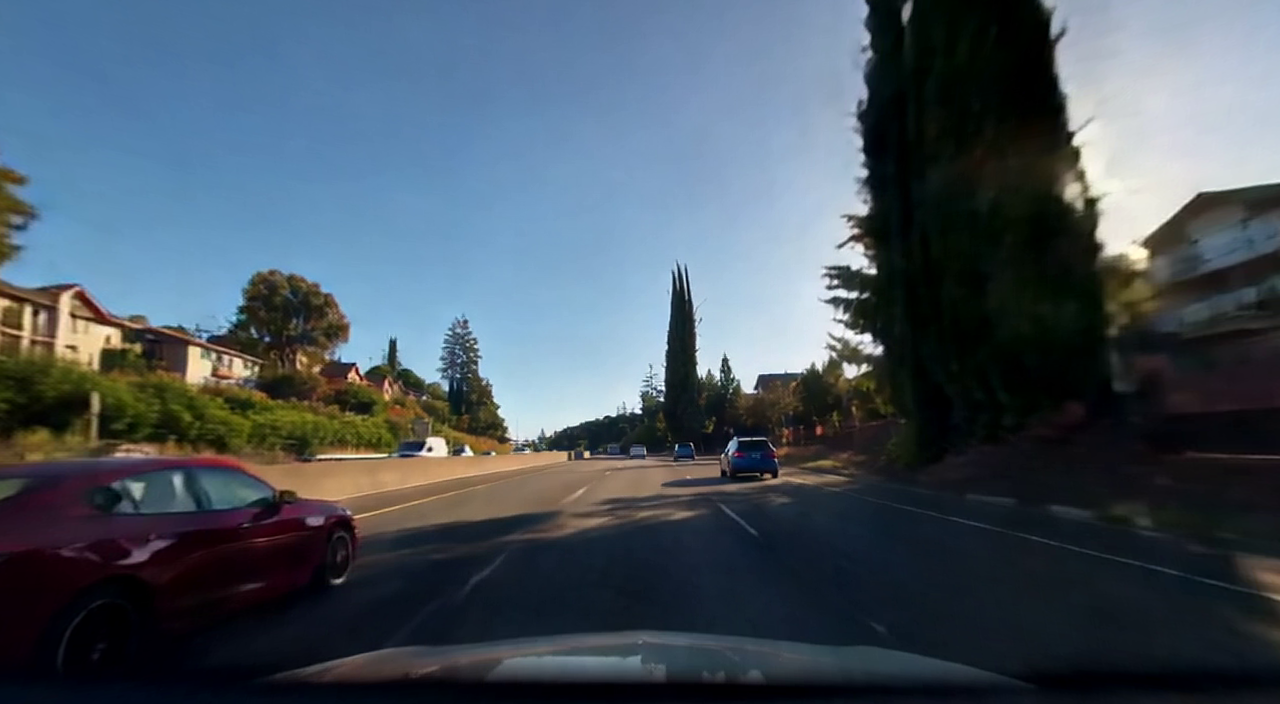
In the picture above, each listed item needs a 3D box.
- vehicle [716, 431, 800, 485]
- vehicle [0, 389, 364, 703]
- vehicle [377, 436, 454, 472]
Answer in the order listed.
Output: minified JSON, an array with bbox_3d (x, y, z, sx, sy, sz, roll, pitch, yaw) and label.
[{"bbox_3d":[3.988,3.665,22.063,2.092,1.686,4.188,0,-9,-1],"label":"vehicle"},{"bbox_3d":[-3.619,1.073,3.570,2.036,1.528,4.400,0,-9,1],"label":"vehicle"},{"bbox_3d":[-11.706,5.355,33.293,2.284,1.760,4.862,0,-9,0],"label":"vehicle"}]
